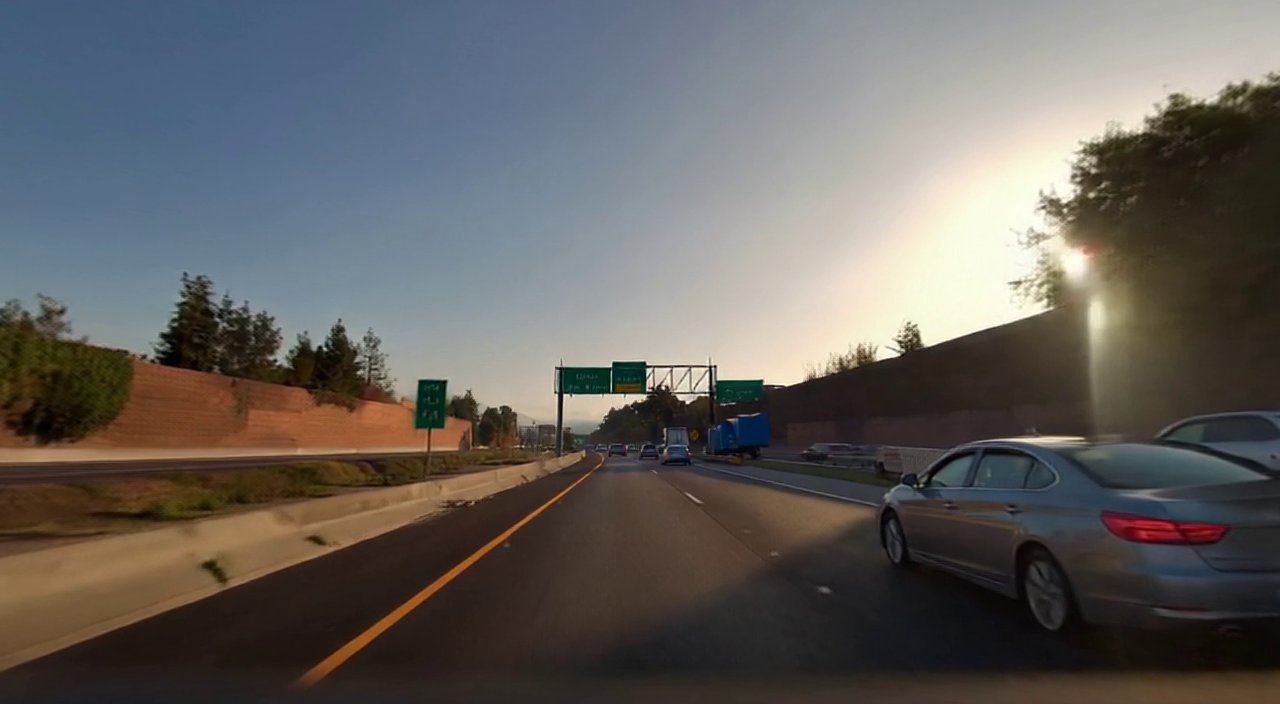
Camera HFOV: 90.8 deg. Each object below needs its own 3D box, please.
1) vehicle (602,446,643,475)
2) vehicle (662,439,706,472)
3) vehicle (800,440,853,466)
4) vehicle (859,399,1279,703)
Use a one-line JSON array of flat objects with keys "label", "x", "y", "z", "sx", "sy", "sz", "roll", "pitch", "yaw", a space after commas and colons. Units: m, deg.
[{"label": "vehicle", "x": -1.007, "y": 5.895, "z": 34.527, "sx": 2.083, "sy": 1.477, "sz": 3.965, "roll": 0, "pitch": -9, "yaw": -3}, {"label": "vehicle", "x": 2.578, "y": 6.211, "z": 38.037, "sx": 2.114, "sy": 1.849, "sz": 4.692, "roll": 0, "pitch": -9, "yaw": -3}, {"label": "vehicle", "x": 13.770, "y": 7.474, "z": 46.936, "sx": 2.085, "sy": 1.805, "sz": 5.177, "roll": 0, "pitch": -9, "yaw": -4}, {"label": "vehicle", "x": 3.211, "y": 1.185, "z": 4.128, "sx": 1.922, "sy": 1.465, "sz": 4.165, "roll": 0, "pitch": -9, "yaw": -2}]
